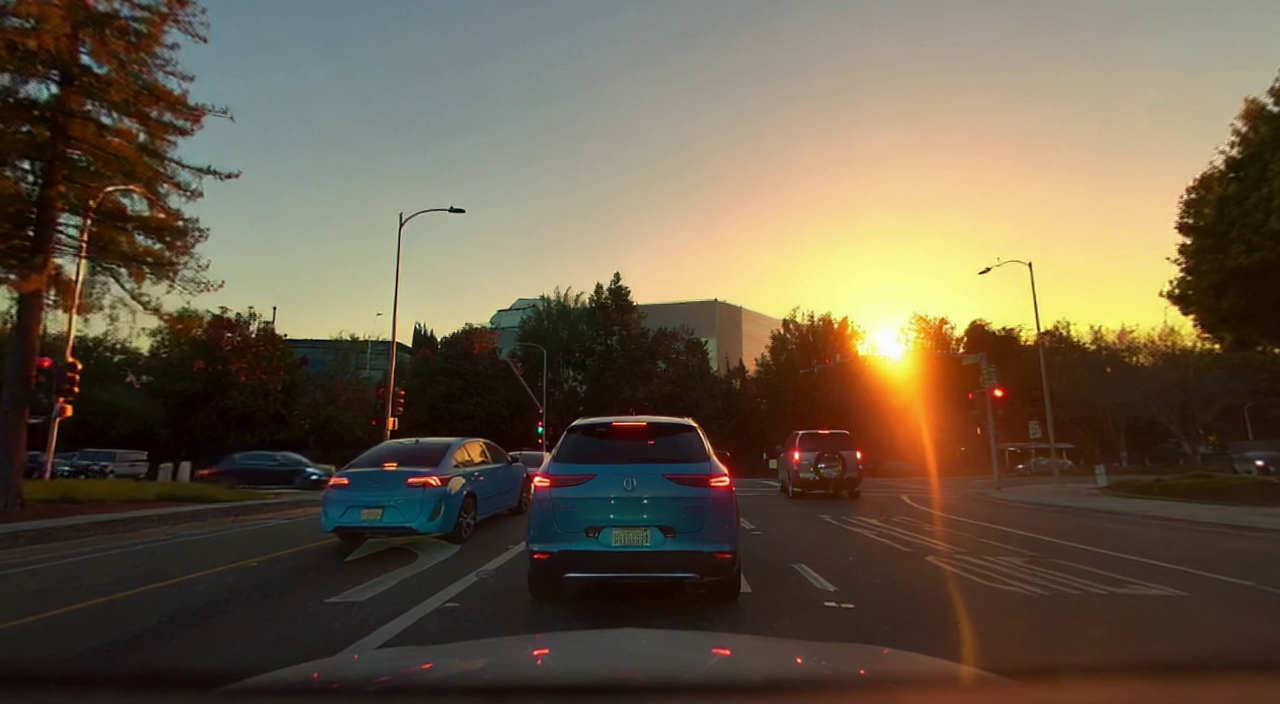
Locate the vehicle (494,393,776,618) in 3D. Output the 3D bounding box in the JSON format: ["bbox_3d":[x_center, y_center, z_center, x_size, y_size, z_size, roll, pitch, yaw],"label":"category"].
[{"bbox_3d":[-0.034,1.524,7.179,2.203,1.757,4.286,0,-8,0],"label":"vehicle"}]

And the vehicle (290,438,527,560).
[{"bbox_3d":[-3.194,2.099,9.855,1.913,1.453,4.413,0,-8,2],"label":"vehicle"}]

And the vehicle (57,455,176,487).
[{"bbox_3d":[-26.089,5.929,31.564,4.140,1.444,1.742,2,-8,-16],"label":"vehicle"}]

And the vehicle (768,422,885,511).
[{"bbox_3d":[4.807,2.993,16.919,2.084,2.053,4.073,-1,-8,4],"label":"vehicle"}]

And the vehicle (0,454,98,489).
[{"bbox_3d":[-27.114,5.270,27.942,4.198,1.444,1.765,2,-9,-15],"label":"vehicle"}]

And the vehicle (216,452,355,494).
[{"bbox_3d":[-13.590,4.643,24.452,4.308,1.494,1.829,2,-9,-15],"label":"vehicle"}]
